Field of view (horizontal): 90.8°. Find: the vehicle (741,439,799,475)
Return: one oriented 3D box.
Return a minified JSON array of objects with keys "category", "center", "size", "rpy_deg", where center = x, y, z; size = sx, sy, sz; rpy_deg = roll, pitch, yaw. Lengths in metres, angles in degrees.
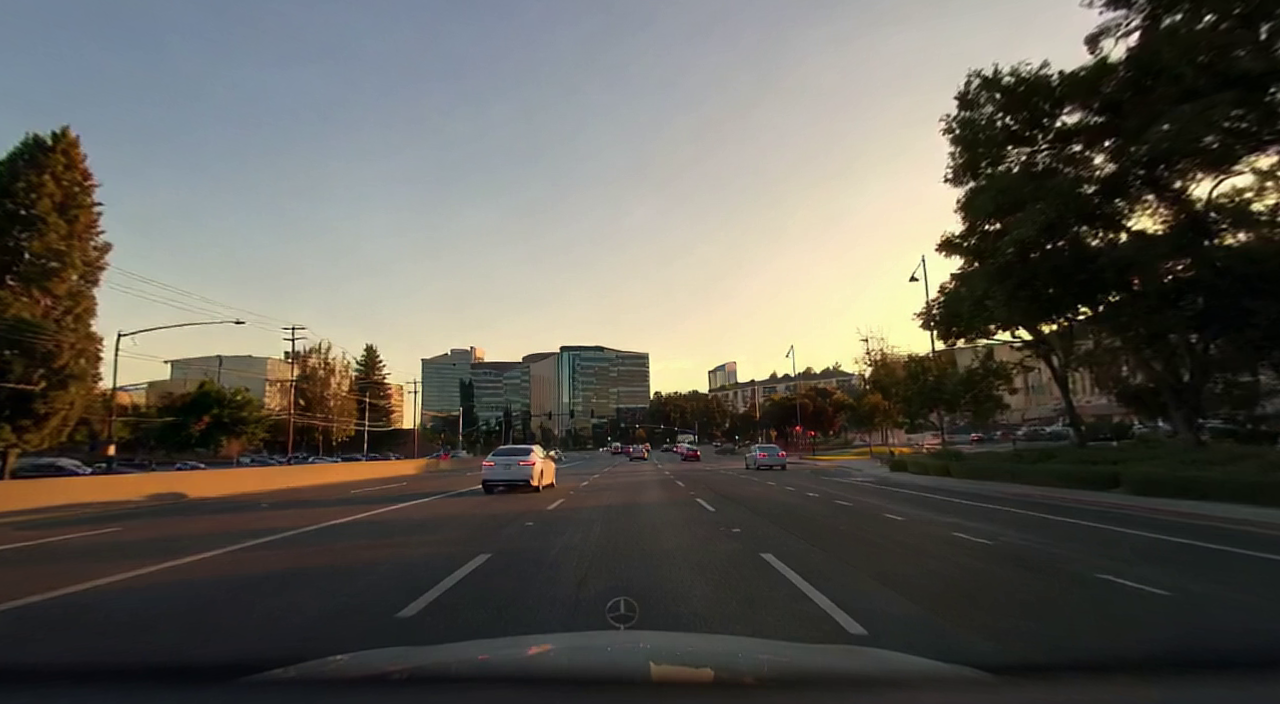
[{"category":"vehicle","center":[6.590,5.360,32.465],"size":[1.945,1.706,4.190],"rpy_deg":[0,-8,-1]}]

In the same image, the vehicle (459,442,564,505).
[{"category":"vehicle","center":[-3.236,3.147,16.869],"size":[1.837,1.463,4.311],"rpy_deg":[0,-8,1]}]
